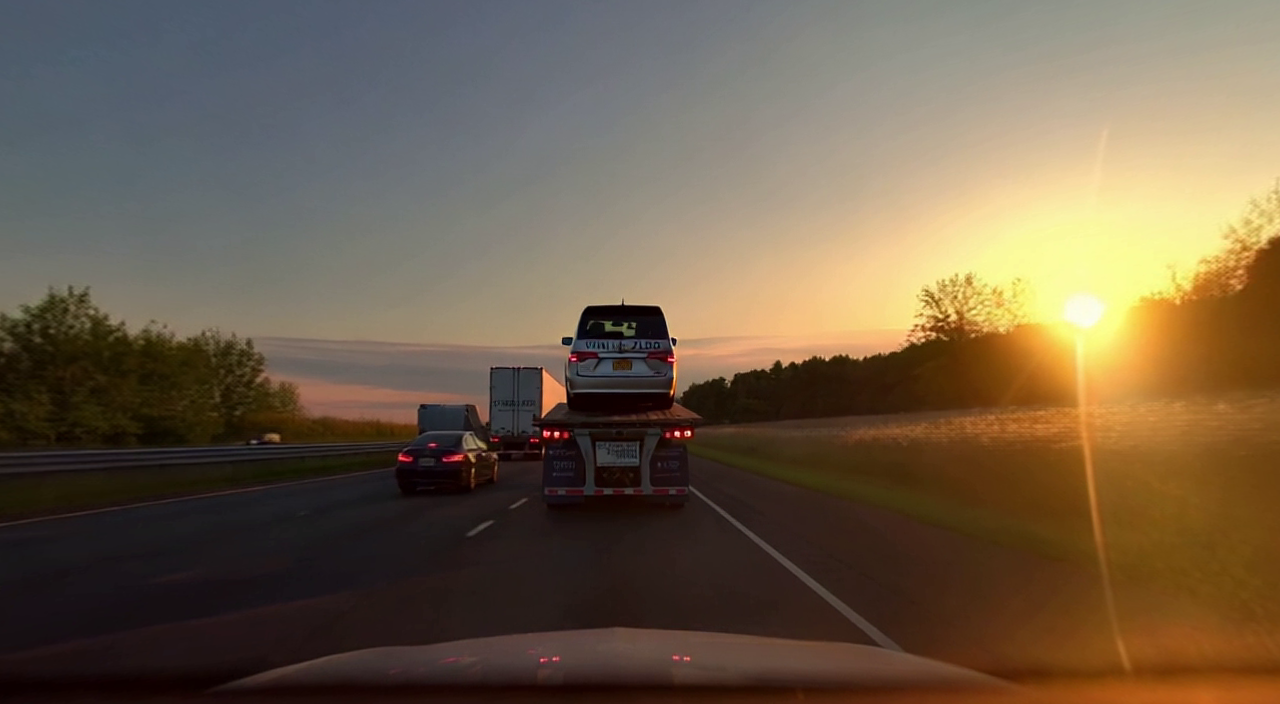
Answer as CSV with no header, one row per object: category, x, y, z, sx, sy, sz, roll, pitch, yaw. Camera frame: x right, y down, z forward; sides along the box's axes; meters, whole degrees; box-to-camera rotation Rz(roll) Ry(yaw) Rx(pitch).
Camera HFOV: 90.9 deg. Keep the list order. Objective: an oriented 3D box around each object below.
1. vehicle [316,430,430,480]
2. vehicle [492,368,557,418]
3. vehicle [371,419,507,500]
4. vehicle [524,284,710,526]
vehicle,-8.963,3.463,21.671,1.897,1.524,4.790,0,-7,-1
vehicle,-4.786,1.836,26.779,2.118,1.799,4.591,0,-7,-3
vehicle,-4.624,2.511,15.266,1.914,1.675,4.331,0,-7,-1
vehicle,-0.476,1.355,14.073,2.738,3.628,9.223,0,-7,-2
